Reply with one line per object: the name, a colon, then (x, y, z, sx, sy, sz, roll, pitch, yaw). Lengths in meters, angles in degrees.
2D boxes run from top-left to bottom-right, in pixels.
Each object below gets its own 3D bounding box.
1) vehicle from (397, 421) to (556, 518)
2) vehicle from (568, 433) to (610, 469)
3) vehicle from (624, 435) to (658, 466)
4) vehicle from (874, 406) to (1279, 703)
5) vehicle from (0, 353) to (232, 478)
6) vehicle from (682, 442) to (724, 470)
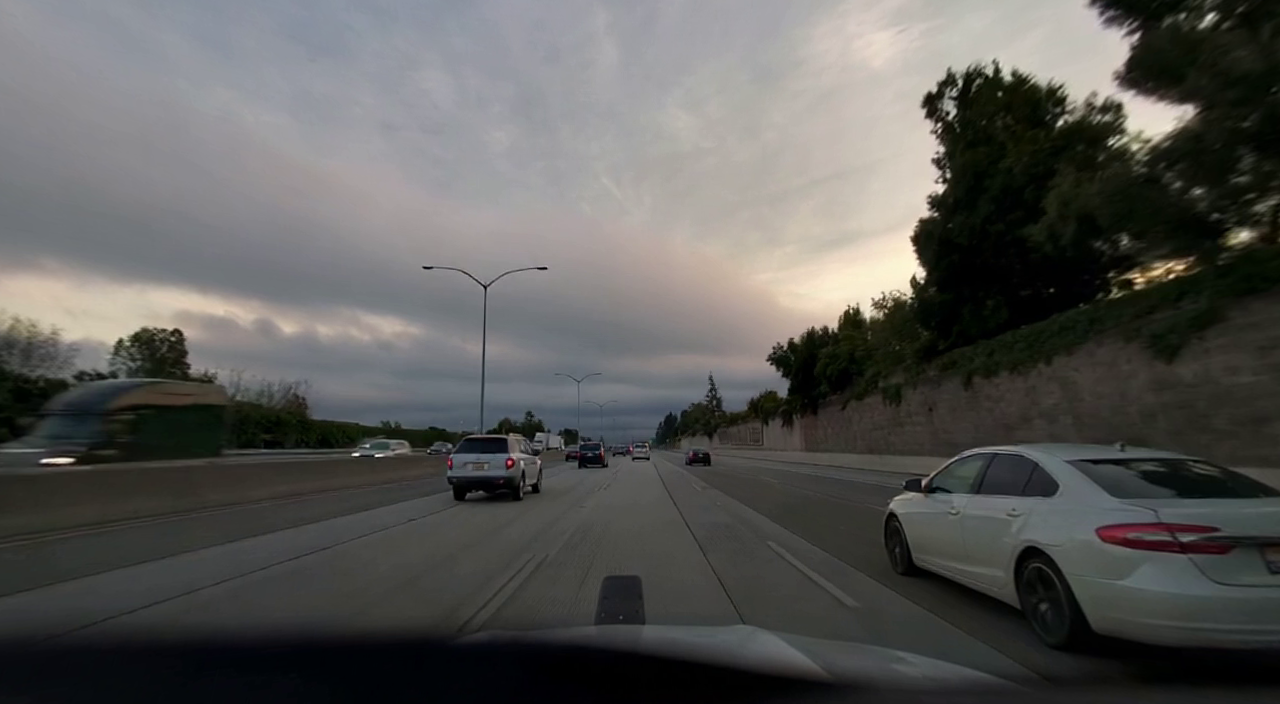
vehicle: (-3.487, 2.652, 14.761, 2.184, 1.819, 5.441, 0, -9, 1)
vehicle: (-3.294, 6.521, 41.480, 2.378, 2.214, 4.352, 0, -9, 0)
vehicle: (0.050, 7.640, 49.043, 2.485, 2.215, 5.199, 0, -9, 0)
vehicle: (3.598, 1.327, 4.644, 1.916, 1.566, 4.611, 0, -9, -1)
vehicle: (-17.379, 2.226, 20.587, 2.874, 3.331, 7.515, 0, -9, 0)
vehicle: (4.070, 6.796, 41.311, 2.224, 1.752, 4.487, 0, -9, -1)
